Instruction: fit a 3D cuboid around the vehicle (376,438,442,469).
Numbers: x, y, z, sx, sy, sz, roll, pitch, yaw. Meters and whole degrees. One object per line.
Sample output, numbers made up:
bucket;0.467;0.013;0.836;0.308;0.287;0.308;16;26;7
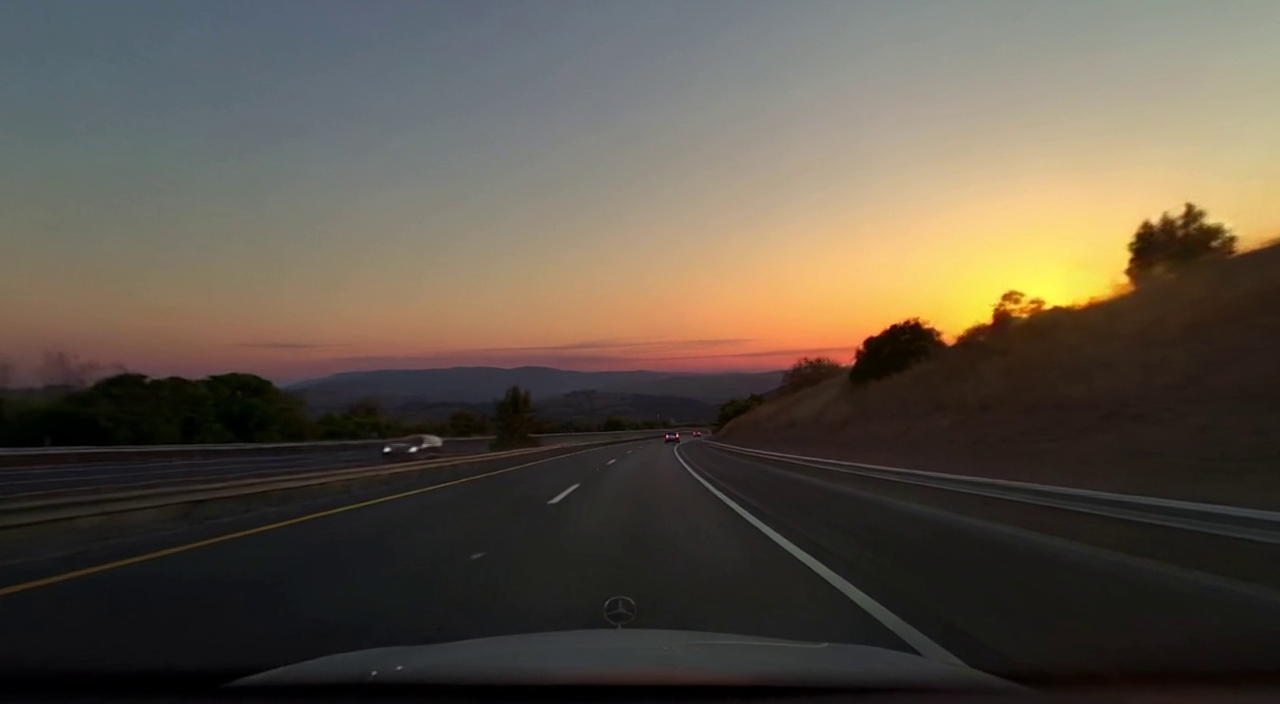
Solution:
vehicle;-12.197;5.372;33.514;1.814;1.536;4.239;0;-8;2
